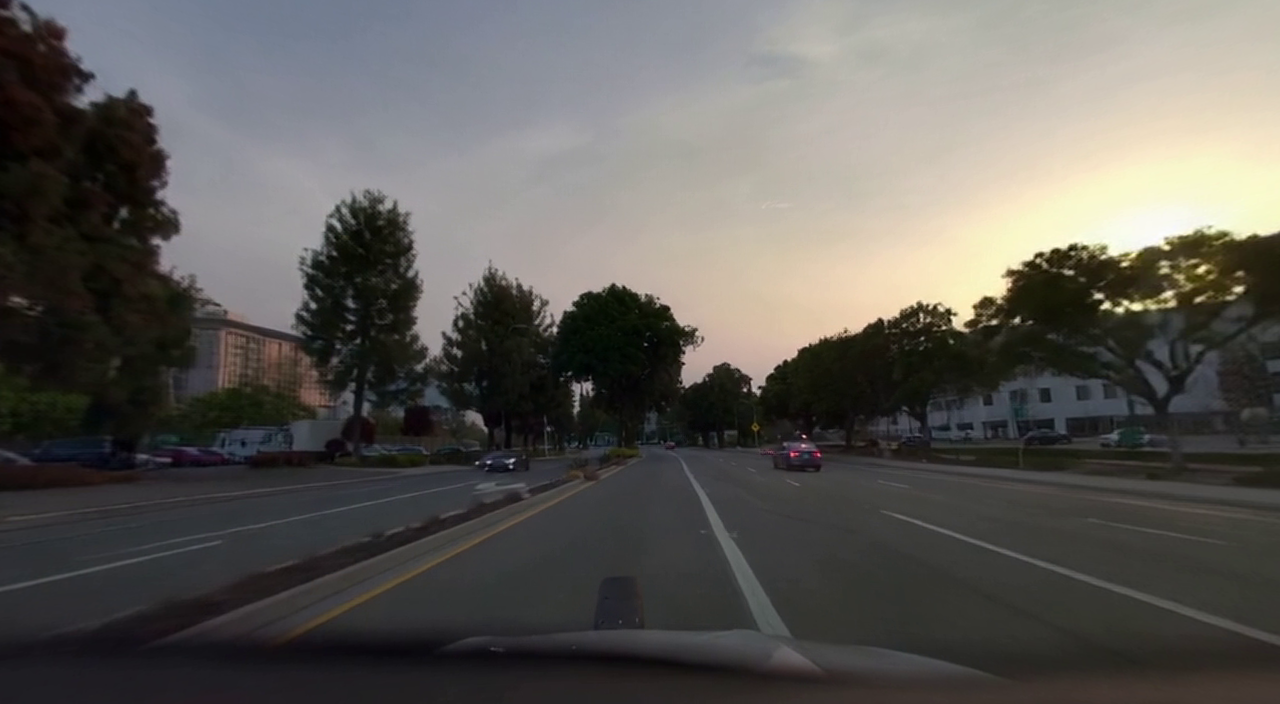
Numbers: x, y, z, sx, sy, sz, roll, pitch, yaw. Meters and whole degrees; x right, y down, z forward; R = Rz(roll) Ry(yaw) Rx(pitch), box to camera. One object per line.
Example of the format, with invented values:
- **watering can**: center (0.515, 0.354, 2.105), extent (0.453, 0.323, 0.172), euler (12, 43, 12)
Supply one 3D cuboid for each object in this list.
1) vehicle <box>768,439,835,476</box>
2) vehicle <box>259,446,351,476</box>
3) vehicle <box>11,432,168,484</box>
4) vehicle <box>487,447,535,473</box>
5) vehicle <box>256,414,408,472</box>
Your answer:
- **vehicle**: center (7.644, 5.038, 30.354), extent (2.181, 1.639, 4.127), euler (0, -8, 1)
- **vehicle**: center (-18.737, 6.096, 35.405), extent (4.259, 1.396, 1.815), euler (-4, -8, 6)
- **vehicle**: center (-26.353, 5.104, 30.393), extent (5.472, 2.114, 2.482), euler (-3, -9, 5)
- **vehicle**: center (-7.948, 6.675, 39.319), extent (1.865, 1.503, 4.375), euler (-1, -8, 3)
- **vehicle**: center (-19.797, 5.901, 40.976), extent (8.324, 3.550, 2.670), euler (0, -9, 1)
